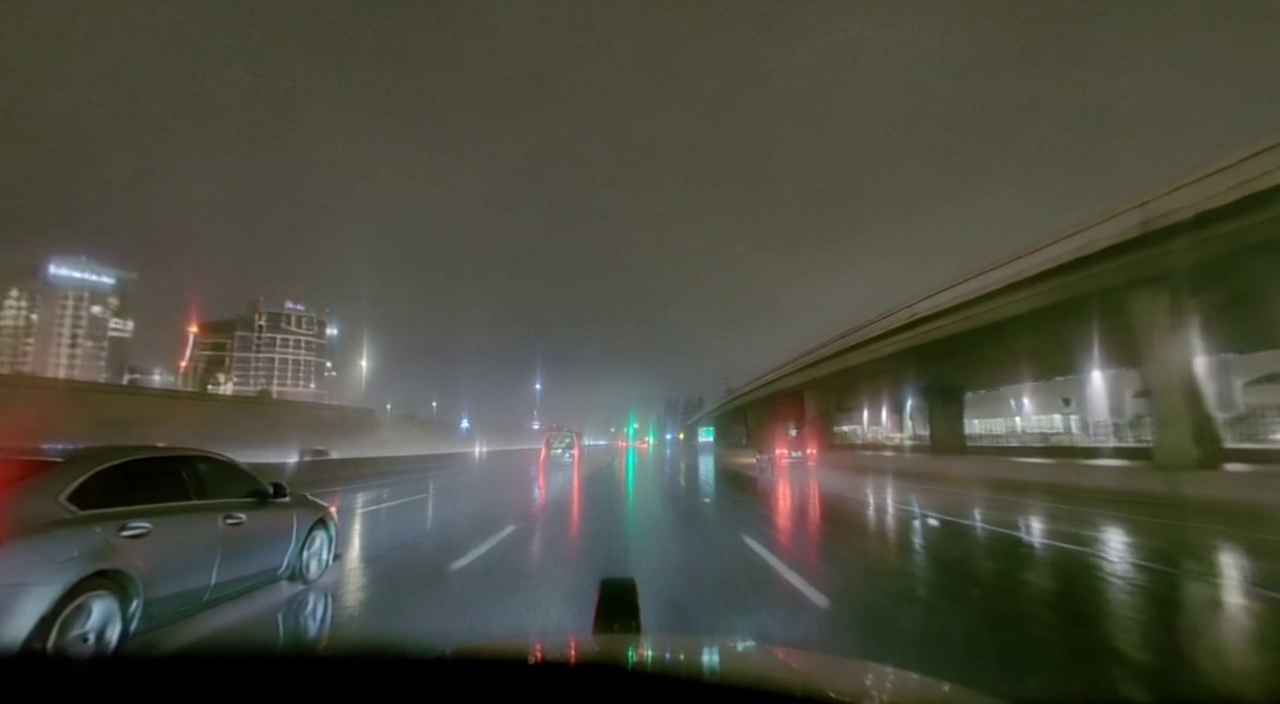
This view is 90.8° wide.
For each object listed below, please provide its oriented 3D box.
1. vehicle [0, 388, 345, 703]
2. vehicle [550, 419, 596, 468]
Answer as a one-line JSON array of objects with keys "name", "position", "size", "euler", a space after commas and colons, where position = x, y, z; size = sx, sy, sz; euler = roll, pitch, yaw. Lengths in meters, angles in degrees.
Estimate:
[{"name": "vehicle", "position": [-3.828, 1.066, 3.607], "size": [2.025, 1.556, 4.594], "euler": [0, -8, 0]}, {"name": "vehicle", "position": [-4.301, 6.066, 41.721], "size": [2.364, 2.953, 6.732], "euler": [0, -8, -1]}]
